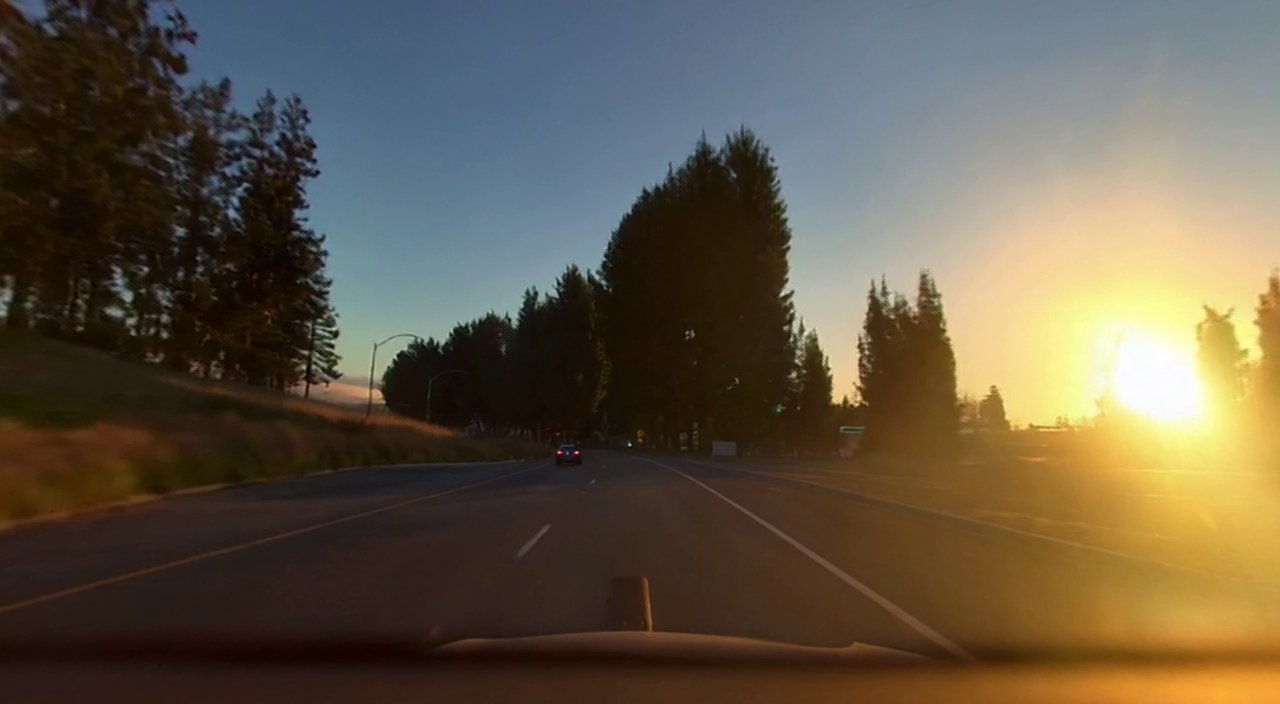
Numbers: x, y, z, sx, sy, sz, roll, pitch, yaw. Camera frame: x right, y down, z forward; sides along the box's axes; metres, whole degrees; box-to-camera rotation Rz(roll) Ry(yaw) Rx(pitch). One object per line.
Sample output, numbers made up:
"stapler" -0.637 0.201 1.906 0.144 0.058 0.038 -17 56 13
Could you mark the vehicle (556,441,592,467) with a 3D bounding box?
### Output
"vehicle" -4.060 6.301 39.237 1.968 1.503 4.443 0 -8 -3
